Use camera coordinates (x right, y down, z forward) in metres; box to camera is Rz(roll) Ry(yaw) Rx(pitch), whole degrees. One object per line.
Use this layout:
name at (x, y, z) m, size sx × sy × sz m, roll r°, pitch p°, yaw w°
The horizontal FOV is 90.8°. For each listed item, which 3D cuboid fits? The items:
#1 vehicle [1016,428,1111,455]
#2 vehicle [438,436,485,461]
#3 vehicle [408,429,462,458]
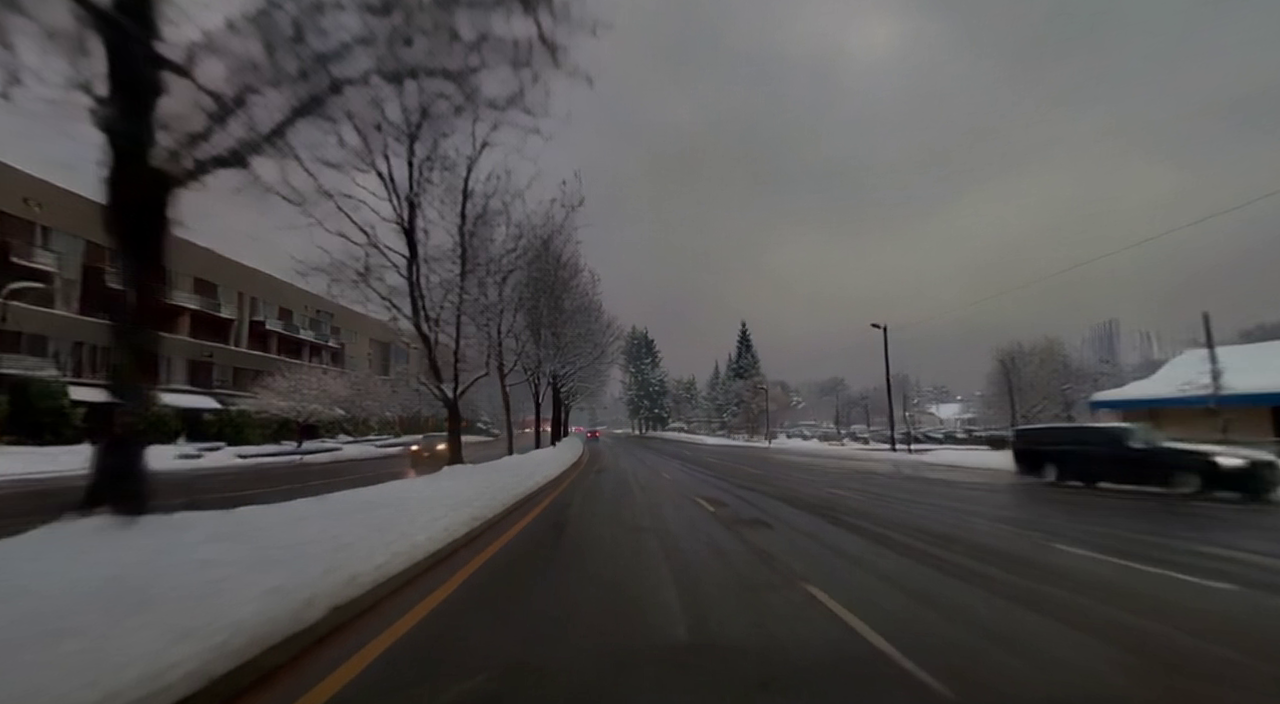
vehicle at (26.180, 5.563, 39.178) m, size 4.442 × 1.557 × 1.924 m, roll 0°, pitch -8°, yaw 0°
vehicle at (-11.400, 6.172, 40.581) m, size 1.963 × 1.518 × 4.278 m, roll 0°, pitch -8°, yaw -2°
vehicle at (-15.278, 6.894, 47.506) m, size 2.289 × 1.954 × 5.918 m, roll 0°, pitch -8°, yaw -2°
